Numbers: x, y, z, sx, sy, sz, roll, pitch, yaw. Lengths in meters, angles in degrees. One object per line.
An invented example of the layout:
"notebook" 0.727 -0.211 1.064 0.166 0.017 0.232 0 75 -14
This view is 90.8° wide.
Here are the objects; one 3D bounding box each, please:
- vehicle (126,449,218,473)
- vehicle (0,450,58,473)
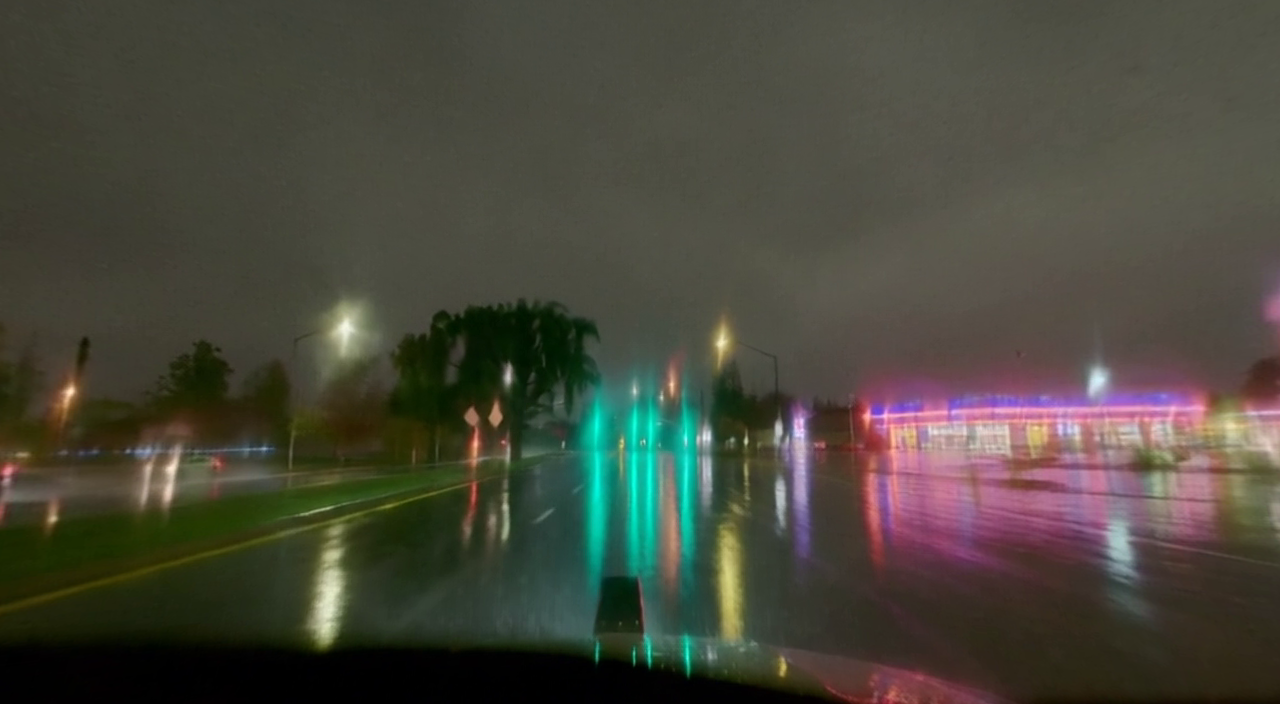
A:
"vehicle" -30.296 7.062 40.948 4.341 1.465 2.304 -2 -8 9
"vehicle" -42.573 7.481 43.133 4.279 1.456 1.874 -2 -8 12
